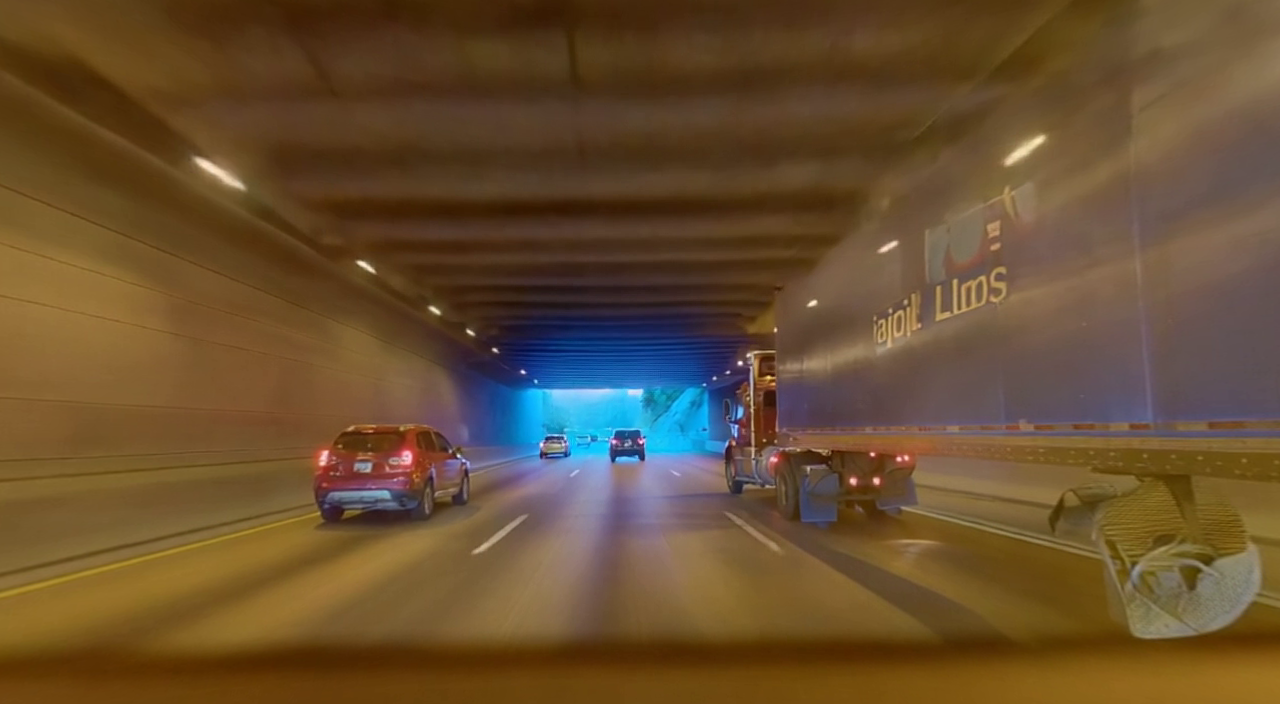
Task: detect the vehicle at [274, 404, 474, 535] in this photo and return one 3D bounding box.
[{"bbox_3d":[-3.859,1.735,9.737,1.826,1.695,2.870,0,-8,-1],"label":"vehicle"}]

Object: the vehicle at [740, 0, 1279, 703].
[{"bbox_3d":[3.728,0.136,6.296,2.842,4.108,14.081,0,-8,-1],"label":"vehicle"}]

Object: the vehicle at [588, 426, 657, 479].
[{"bbox_3d":[-0.559,3.335,21.084,2.094,1.600,3.666,0,-8,-1],"label":"vehicle"}]

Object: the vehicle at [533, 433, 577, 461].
[{"bbox_3d":[-4.720,5.362,35.693,2.019,1.435,4.317,0,-8,-2],"label":"vehicle"}]
